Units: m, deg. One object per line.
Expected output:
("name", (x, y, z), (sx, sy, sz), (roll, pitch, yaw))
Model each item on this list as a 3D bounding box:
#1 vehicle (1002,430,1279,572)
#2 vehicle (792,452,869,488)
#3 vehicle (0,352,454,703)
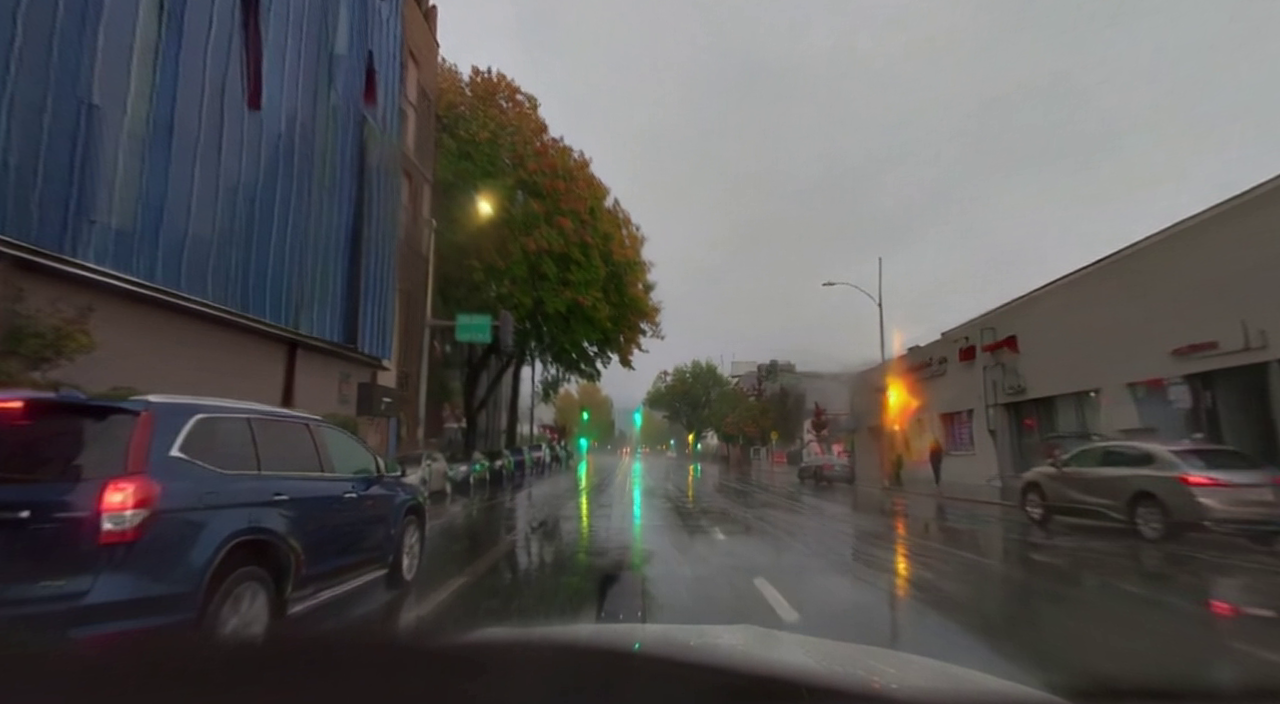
("vehicle", (9.280, 2.476, 11.551), (2.129, 1.929, 5.537), (0, -9, 1))
("vehicle", (8.726, 5.425, 29.347), (1.954, 1.478, 4.625), (0, -9, -2))
("vehicle", (-3.075, 1.195, 4.749), (2.002, 1.756, 4.366), (0, -9, 0))
